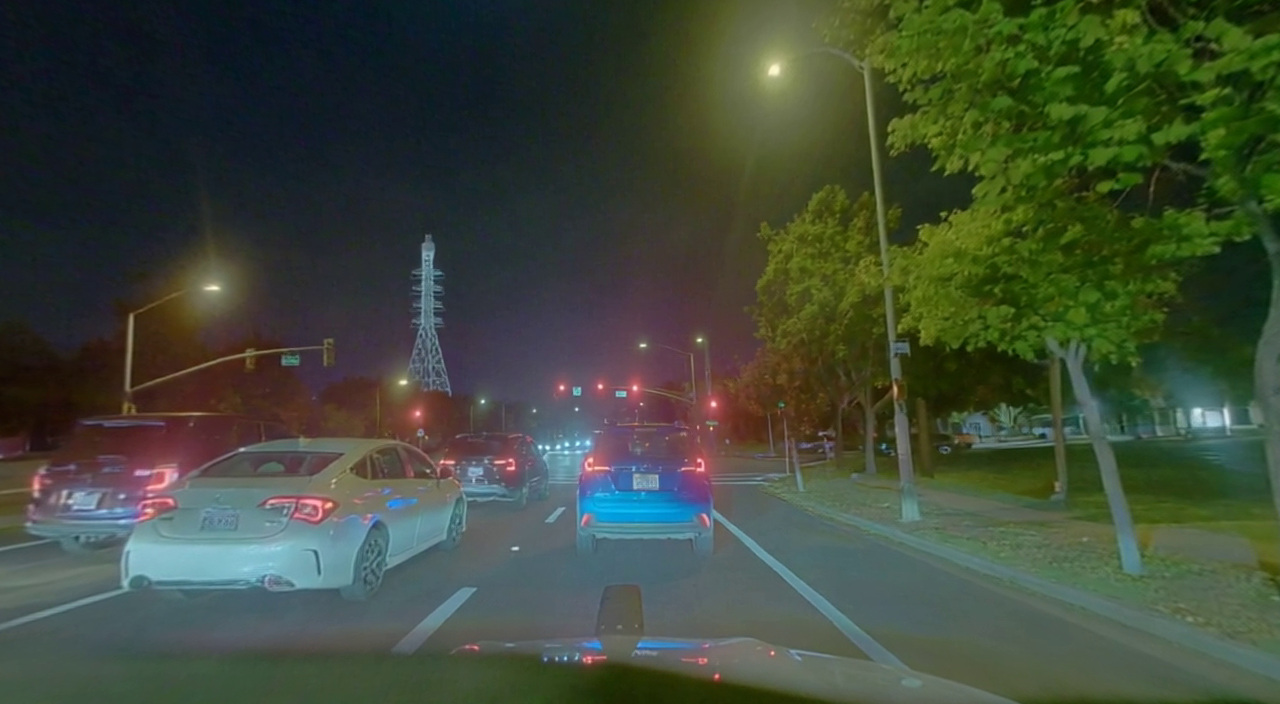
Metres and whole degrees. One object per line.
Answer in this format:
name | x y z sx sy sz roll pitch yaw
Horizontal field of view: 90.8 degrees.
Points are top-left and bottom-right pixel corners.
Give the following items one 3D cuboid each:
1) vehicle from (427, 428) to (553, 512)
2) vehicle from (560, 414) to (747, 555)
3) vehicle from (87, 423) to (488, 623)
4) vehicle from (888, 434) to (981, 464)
vehicle | -3.243 2.631 14.506 1.997 1.636 3.760 0 -8 -1
vehicle | 0.101 1.902 9.763 2.239 1.661 4.224 0 -8 -2
vehicle | -3.181 1.609 7.028 1.973 1.469 4.448 0 -8 -1
vehicle | 15.127 4.986 32.575 3.858 1.437 1.899 0 -8 -4
